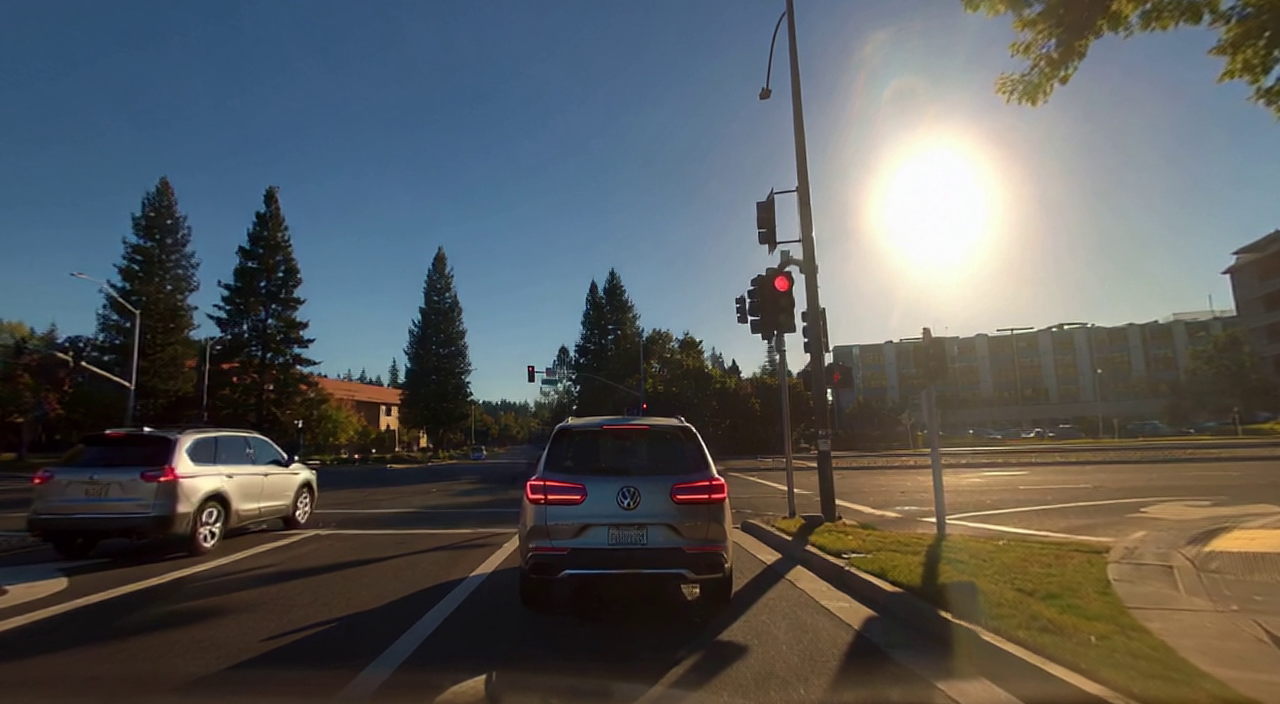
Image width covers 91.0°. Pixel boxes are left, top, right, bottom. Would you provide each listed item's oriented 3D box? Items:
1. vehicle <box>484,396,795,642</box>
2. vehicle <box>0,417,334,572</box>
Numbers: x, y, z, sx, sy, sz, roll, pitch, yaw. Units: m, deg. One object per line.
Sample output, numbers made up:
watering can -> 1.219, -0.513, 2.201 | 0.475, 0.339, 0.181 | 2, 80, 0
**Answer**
vehicle -> -0.152, 1.458, 6.514 | 2.154, 1.670, 4.140 | 1, -9, -5
vehicle -> -6.392, 1.899, 9.151 | 2.020, 1.695, 4.187 | 1, -9, -5
